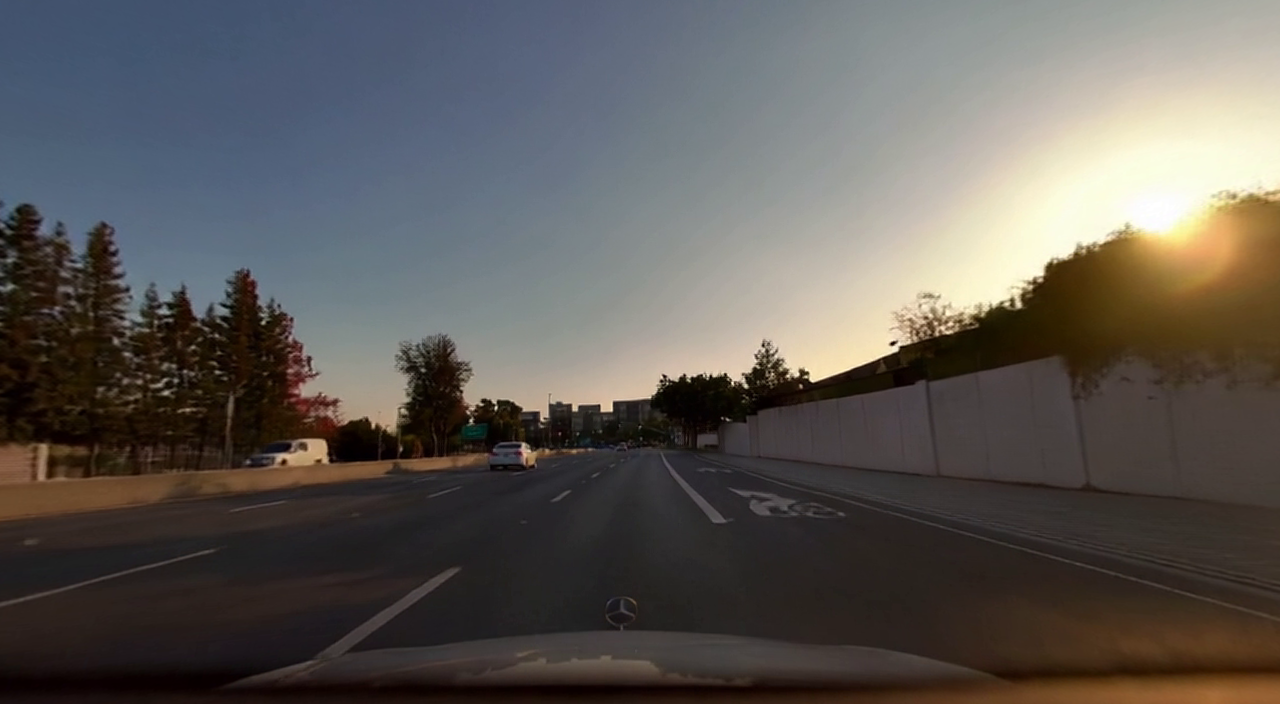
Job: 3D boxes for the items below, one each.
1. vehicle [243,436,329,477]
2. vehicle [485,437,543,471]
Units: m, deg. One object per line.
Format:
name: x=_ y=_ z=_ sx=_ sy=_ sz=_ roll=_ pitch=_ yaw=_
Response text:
vehicle: x=-26.182 y=7.704 z=47.119 sx=2.284 sy=2.792 sz=6.858 roll=-1 pitch=-8 yaw=2
vehicle: x=-6.855 y=5.589 z=34.869 sx=2.115 sy=1.711 sz=4.722 roll=0 pitch=-8 yaw=2
